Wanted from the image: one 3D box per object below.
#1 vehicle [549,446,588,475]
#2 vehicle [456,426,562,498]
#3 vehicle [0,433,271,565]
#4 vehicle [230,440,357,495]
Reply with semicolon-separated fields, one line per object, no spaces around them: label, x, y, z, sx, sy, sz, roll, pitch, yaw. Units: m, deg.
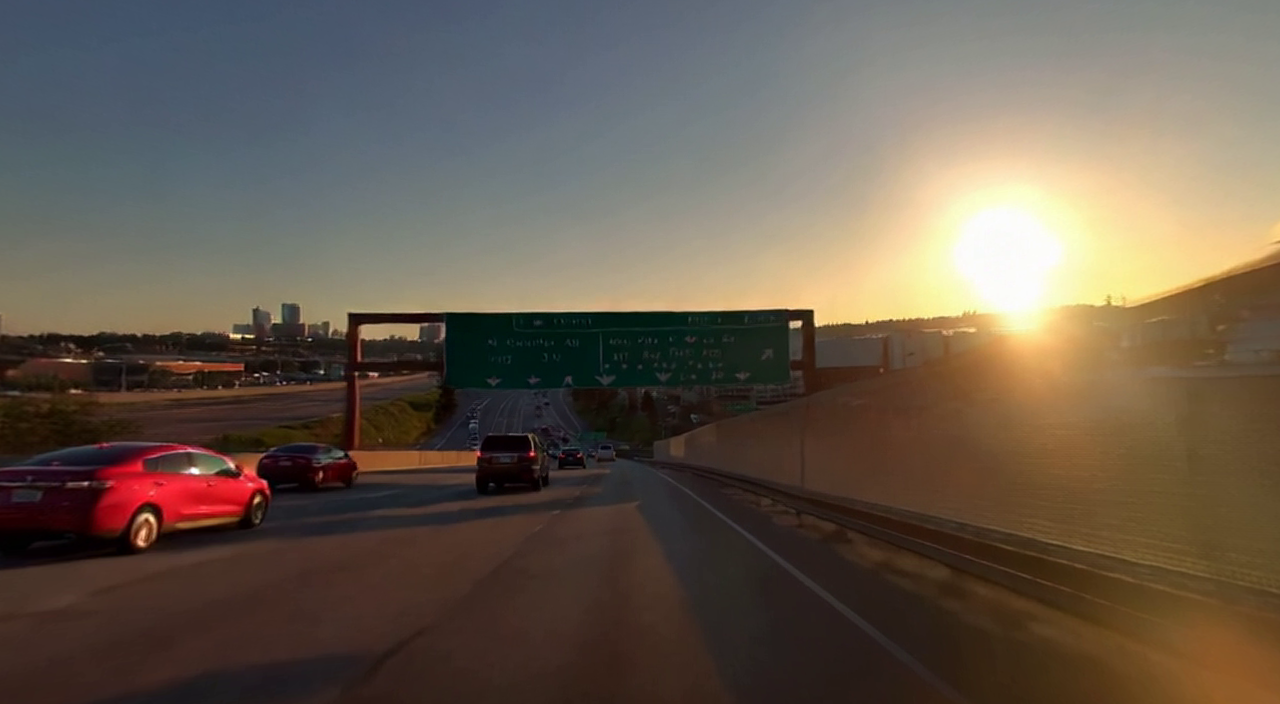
vehicle;-4.140;6.326;37.061;1.955;1.614;3.817;0;-8;-1
vehicle;-3.973;3.465;20.284;2.301;1.985;5.247;0;-8;0
vehicle;-7.243;1.957;9.062;1.796;1.509;3.393;0;-8;-1
vehicle;-11.706;3.878;21.708;1.919;1.665;4.394;0;-8;-1
